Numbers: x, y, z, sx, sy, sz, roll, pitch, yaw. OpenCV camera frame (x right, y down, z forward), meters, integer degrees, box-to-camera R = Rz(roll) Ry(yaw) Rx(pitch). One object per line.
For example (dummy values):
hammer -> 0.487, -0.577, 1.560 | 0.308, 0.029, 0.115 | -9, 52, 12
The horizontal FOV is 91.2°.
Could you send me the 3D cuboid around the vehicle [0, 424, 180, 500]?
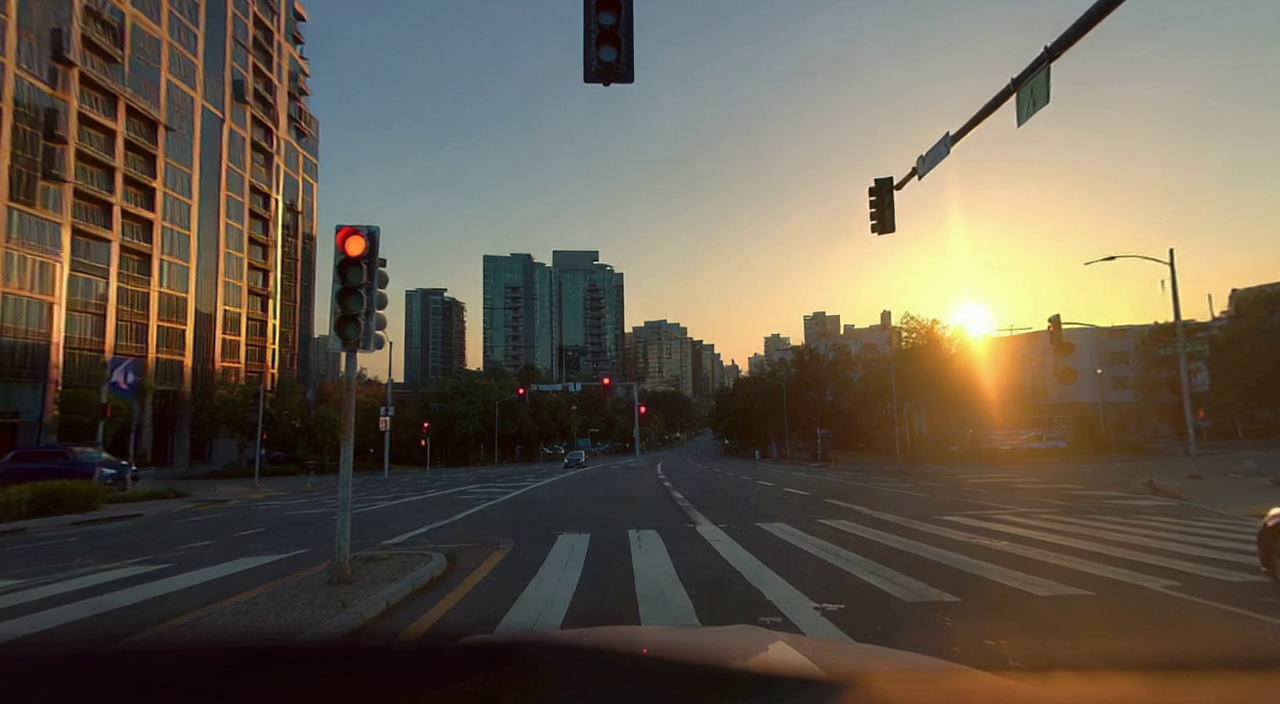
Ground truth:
vehicle -> -24.975, 4.822, 27.578 | 7.088, 3.096, 2.678 | 0, -9, -2
